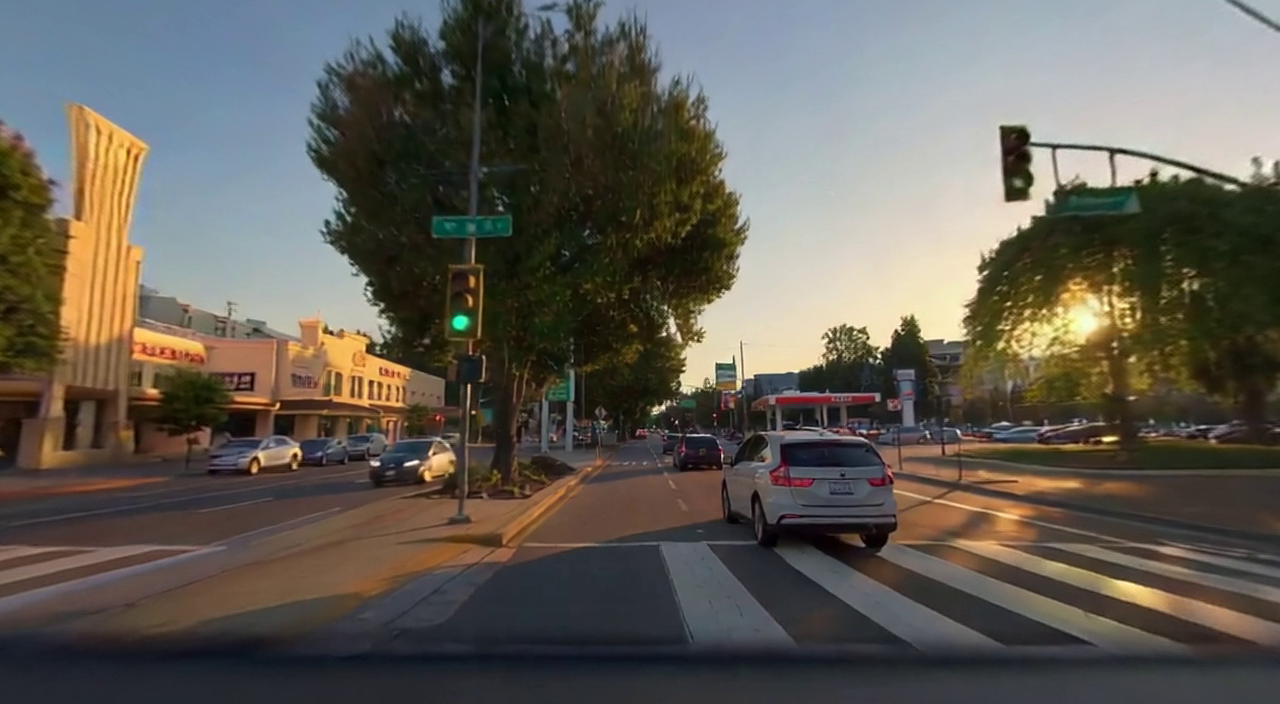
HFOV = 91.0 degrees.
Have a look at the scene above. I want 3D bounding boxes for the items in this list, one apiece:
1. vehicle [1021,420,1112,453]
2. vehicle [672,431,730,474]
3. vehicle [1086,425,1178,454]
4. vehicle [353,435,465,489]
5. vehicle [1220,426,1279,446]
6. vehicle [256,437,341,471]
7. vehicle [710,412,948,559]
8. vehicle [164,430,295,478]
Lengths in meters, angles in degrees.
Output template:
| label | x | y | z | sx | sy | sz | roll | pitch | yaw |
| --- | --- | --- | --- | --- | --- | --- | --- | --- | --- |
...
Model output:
| label | x | y | z | sx | sy | sz | roll | pitch | yaw |
| --- | --- | --- | --- | --- | --- | --- | --- | --- | --- |
| vehicle | 24.669 | 4.966 | 36.632 | 2.066 | 1.817 | 4.675 | 0 | -9 | 1 |
| vehicle | 2.514 | 4.309 | 27.096 | 1.999 | 1.679 | 4.217 | 0 | -9 | -1 |
| vehicle | 28.227 | 5.089 | 36.280 | 2.131 | 1.561 | 3.901 | 0 | -9 | -1 |
| vehicle | -7.512 | 3.623 | 21.015 | 2.014 | 1.566 | 4.437 | 0 | -9 | 0 |
| vehicle | 45.181 | 6.120 | 45.944 | 3.647 | 1.414 | 1.691 | -3 | -9 | 20 |
| vehicle | -18.154 | 5.432 | 33.740 | 1.881 | 1.679 | 4.598 | 0 | -9 | 1 |
| vehicle | 2.516 | 1.958 | 9.950 | 2.183 | 1.720 | 4.842 | 0 | -9 | -1 |
| vehicle | -18.111 | 4.539 | 28.201 | 2.201 | 1.931 | 5.425 | 0 | -9 | 0 |
